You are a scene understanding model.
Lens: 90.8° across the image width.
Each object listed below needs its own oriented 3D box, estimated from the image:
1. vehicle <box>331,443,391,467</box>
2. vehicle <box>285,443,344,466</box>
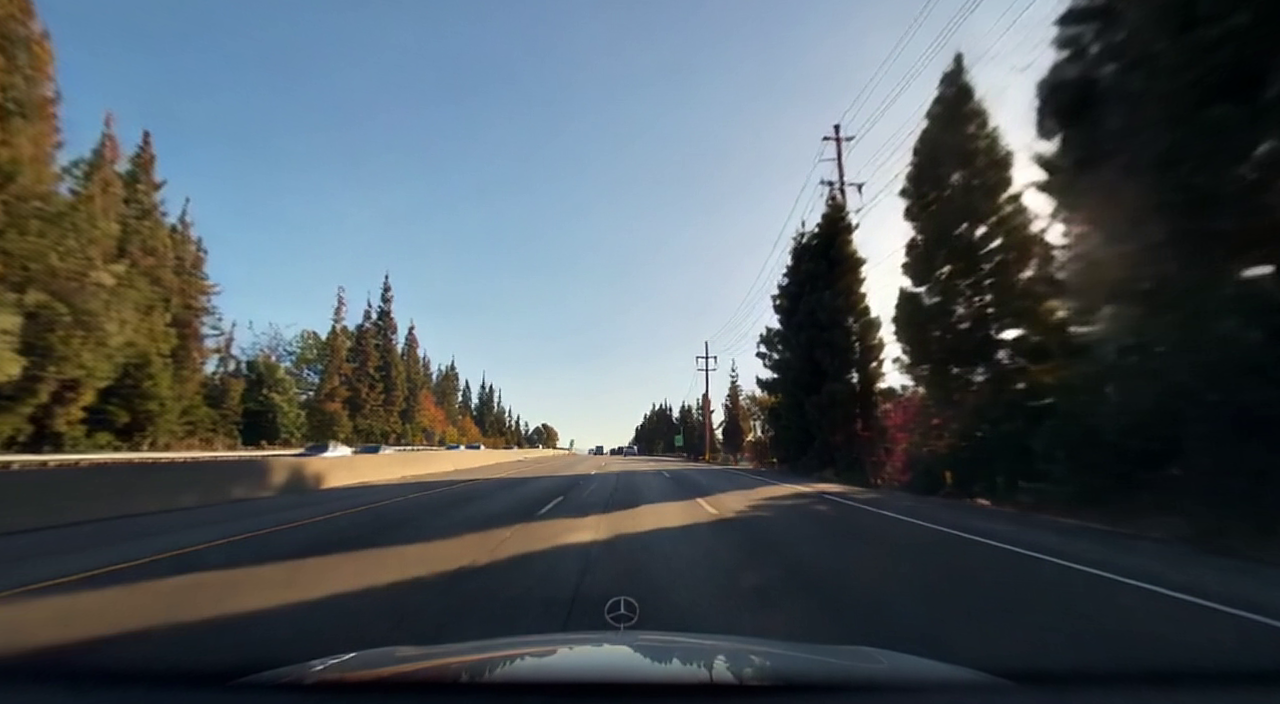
[{"bbox_3d":[-18.490,6.826,42.093,2.002,1.487,4.509,0,-8,-1],"label":"vehicle"},{"bbox_3d":[-22.140,6.959,43.148,1.826,1.487,4.146,0,-8,-1],"label":"vehicle"}]
